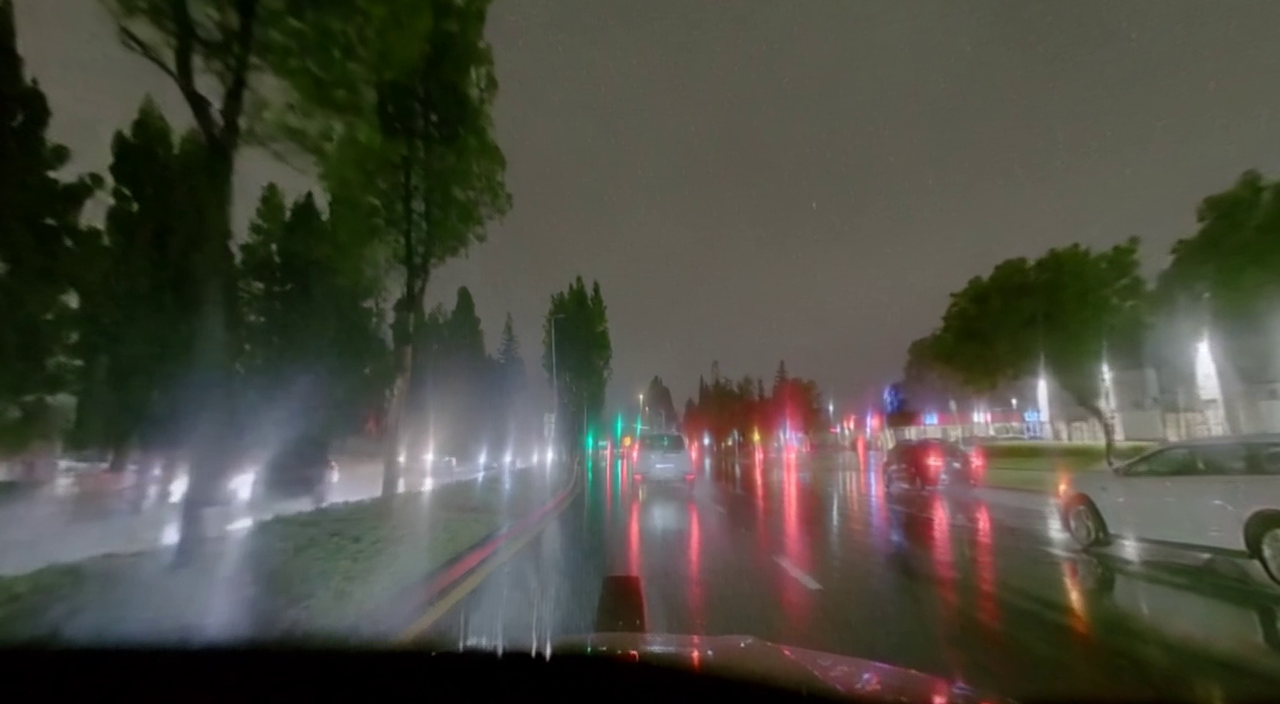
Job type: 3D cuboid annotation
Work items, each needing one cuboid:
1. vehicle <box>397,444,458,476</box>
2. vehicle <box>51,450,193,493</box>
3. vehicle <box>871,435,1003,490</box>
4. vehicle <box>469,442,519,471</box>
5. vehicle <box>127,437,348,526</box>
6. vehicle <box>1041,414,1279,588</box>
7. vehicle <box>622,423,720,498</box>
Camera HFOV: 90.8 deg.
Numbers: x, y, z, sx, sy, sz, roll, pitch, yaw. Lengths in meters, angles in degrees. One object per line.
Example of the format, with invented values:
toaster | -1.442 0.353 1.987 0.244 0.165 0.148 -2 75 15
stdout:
vehicle | -12.317 6.280 36.975 2.054 1.749 4.443 0 -8 -1
vehicle | -26.027 5.942 31.779 5.966 1.957 2.305 -2 -9 15
vehicle | 9.106 3.397 19.862 1.894 1.517 4.419 0 -8 -1
vehicle | -9.348 6.718 40.897 2.104 1.778 4.520 0 -8 0
vehicle | -8.895 2.852 14.599 2.196 1.717 4.453 0 -8 -1
vehicle | 6.525 1.428 6.407 1.994 1.488 4.313 0 -8 -1
vehicle | 0.706 3.096 18.458 2.300 1.870 4.936 0 -8 -4
